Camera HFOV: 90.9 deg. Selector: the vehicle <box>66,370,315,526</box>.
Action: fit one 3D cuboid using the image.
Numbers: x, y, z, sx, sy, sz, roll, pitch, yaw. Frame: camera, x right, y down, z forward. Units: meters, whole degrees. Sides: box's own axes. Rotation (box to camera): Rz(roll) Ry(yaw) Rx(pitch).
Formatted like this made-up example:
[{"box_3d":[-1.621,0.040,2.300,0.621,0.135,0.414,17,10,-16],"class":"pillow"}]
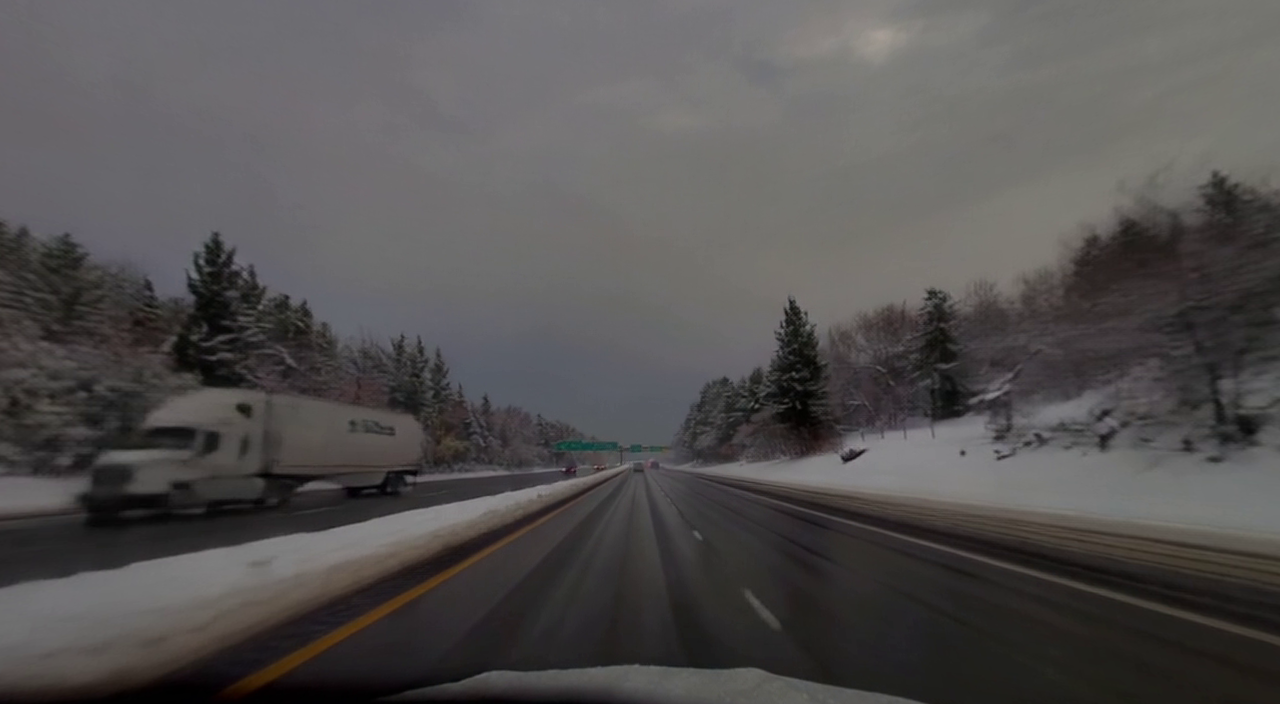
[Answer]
[{"box_3d":[-13.179,2.996,19.351,2.963,3.991,5.854,1,-10,0],"class":"vehicle"}]
